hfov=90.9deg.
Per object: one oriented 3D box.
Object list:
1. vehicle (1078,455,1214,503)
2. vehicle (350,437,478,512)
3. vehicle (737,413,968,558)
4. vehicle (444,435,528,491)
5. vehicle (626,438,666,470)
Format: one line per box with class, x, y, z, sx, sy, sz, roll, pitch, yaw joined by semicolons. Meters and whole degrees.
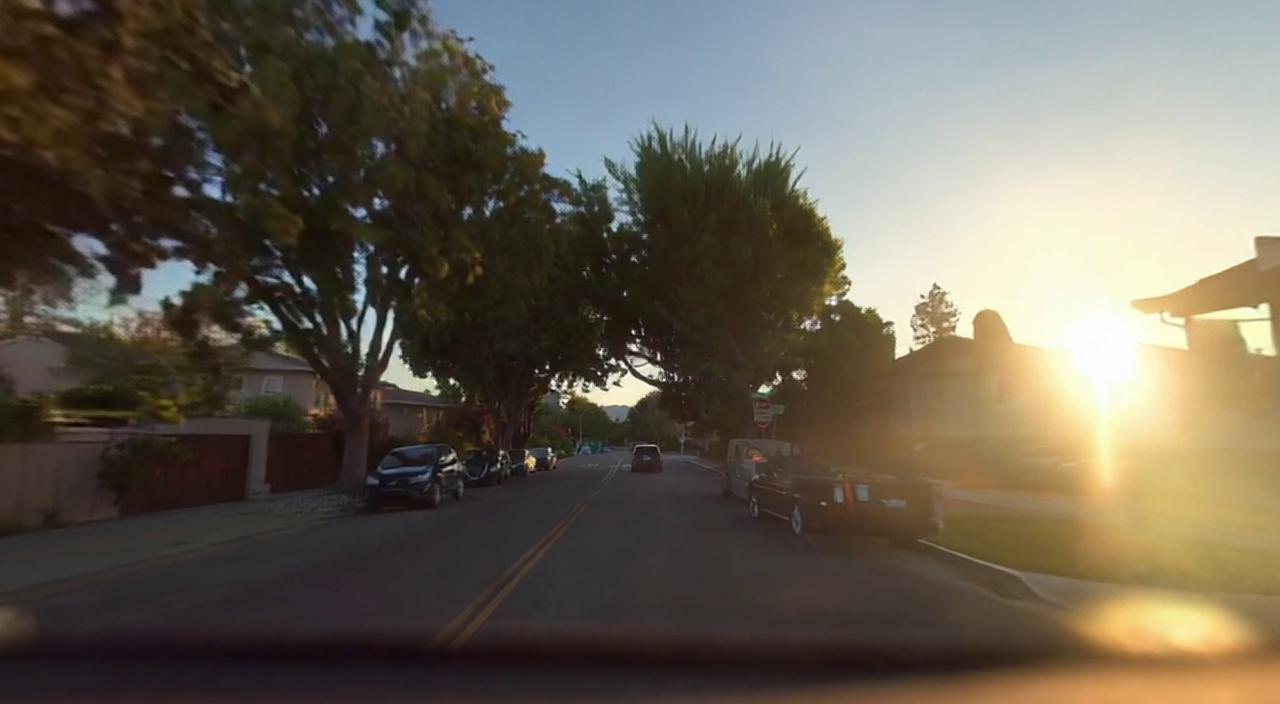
vehicle;21.587;5.372;27.192;1.765;1.762;4.881;0;-8;0
vehicle;-5.648;3.073;16.404;1.955;1.659;4.324;0;-8;-4
vehicle;3.034;2.012;10.304;1.970;1.801;4.721;0;-8;-2
vehicle;-5.454;3.969;22.898;1.899;1.615;4.624;-5;-8;-1
vehicle;0.316;5.854;36.463;2.172;1.722;4.201;0;-8;0
